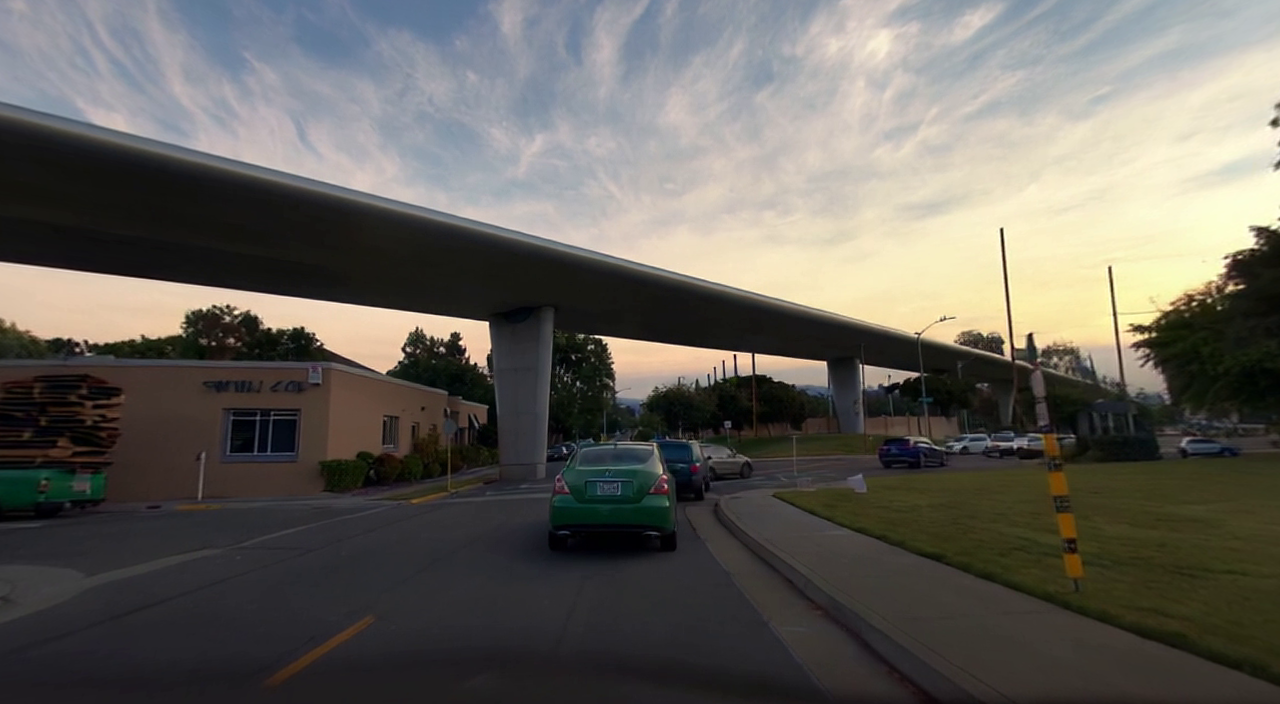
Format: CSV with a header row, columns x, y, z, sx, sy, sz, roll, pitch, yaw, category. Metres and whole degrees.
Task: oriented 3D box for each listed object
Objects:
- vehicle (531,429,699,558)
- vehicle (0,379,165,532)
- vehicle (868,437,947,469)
x,y,z,sx,sy,sz,roll,pitch,yaw,category
-0.235,2.116,10.258,2.087,1.578,4.652,0,-9,2,vehicle
-13.517,2.075,12.909,5.356,2.762,2.644,0,-9,1,vehicle
16.434,6.179,38.729,4.425,1.828,2.032,4,-10,-28,vehicle
